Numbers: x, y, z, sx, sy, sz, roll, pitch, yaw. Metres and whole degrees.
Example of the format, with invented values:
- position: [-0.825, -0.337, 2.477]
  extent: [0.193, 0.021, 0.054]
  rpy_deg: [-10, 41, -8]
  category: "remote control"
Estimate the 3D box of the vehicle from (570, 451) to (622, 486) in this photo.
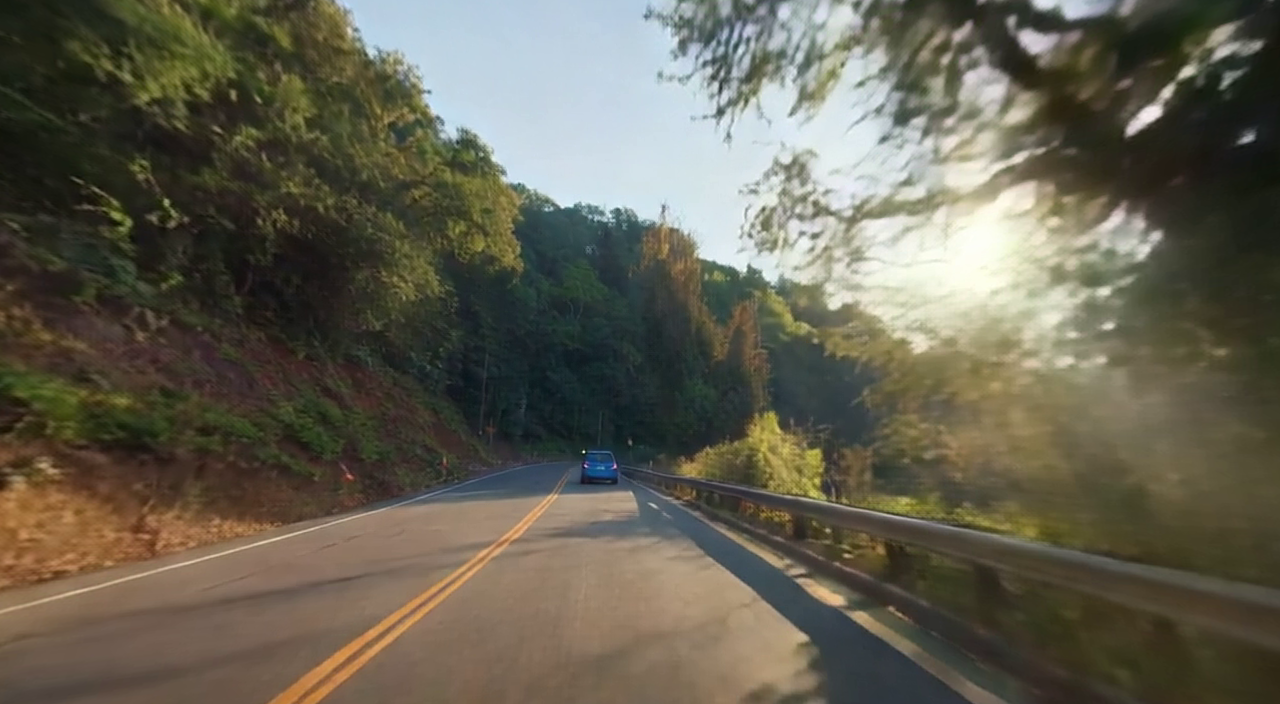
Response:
- position: [-2.127, 5.391, 29.537]
  extent: [2.259, 1.503, 4.075]
  rpy_deg: [1, -9, -6]
  category: "vehicle"
